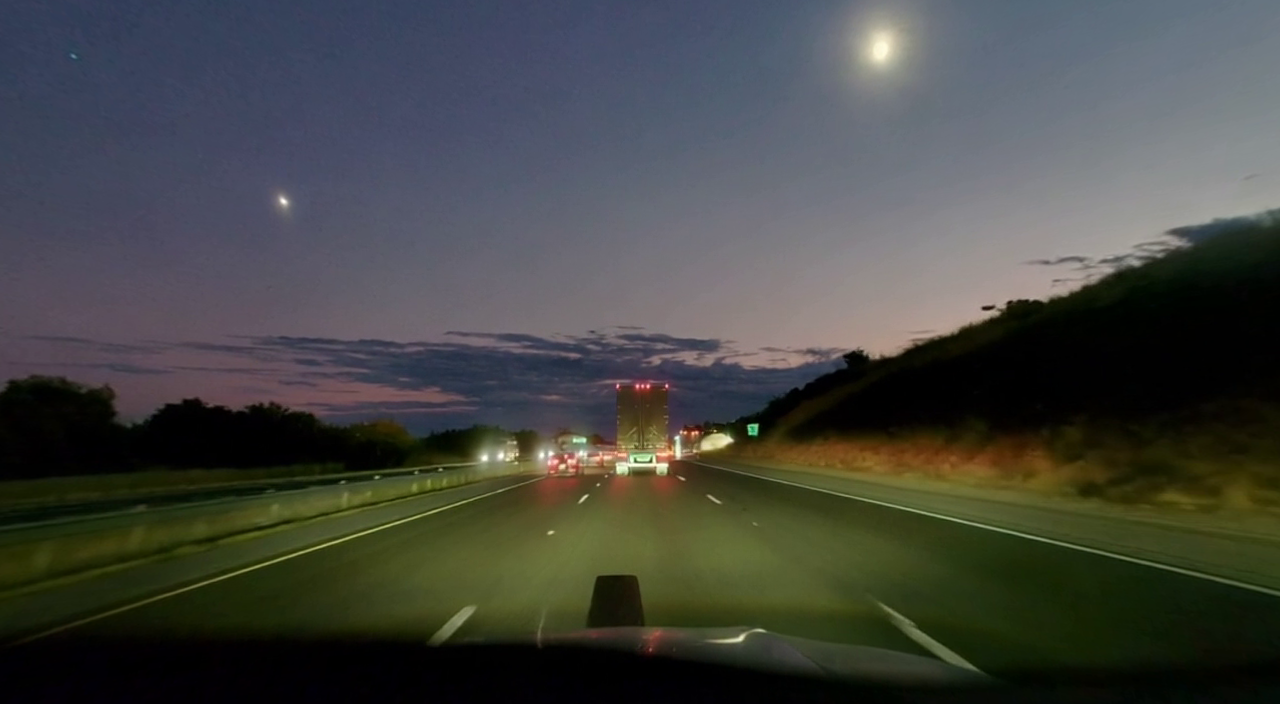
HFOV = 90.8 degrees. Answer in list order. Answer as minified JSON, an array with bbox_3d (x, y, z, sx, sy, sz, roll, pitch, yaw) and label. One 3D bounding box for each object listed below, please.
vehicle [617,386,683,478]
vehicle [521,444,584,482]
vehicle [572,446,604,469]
[{"bbox_3d":[0.337,4.390,33.600,2.919,4.048,11.010,0,-9,-1],"label":"vehicle"},{"bbox_3d":[-3.720,4.813,27.615,2.053,1.489,4.740,0,-9,0],"label":"vehicle"},{"bbox_3d":[-3.799,7.746,46.461,2.051,1.537,4.111,0,-9,-1],"label":"vehicle"}]
